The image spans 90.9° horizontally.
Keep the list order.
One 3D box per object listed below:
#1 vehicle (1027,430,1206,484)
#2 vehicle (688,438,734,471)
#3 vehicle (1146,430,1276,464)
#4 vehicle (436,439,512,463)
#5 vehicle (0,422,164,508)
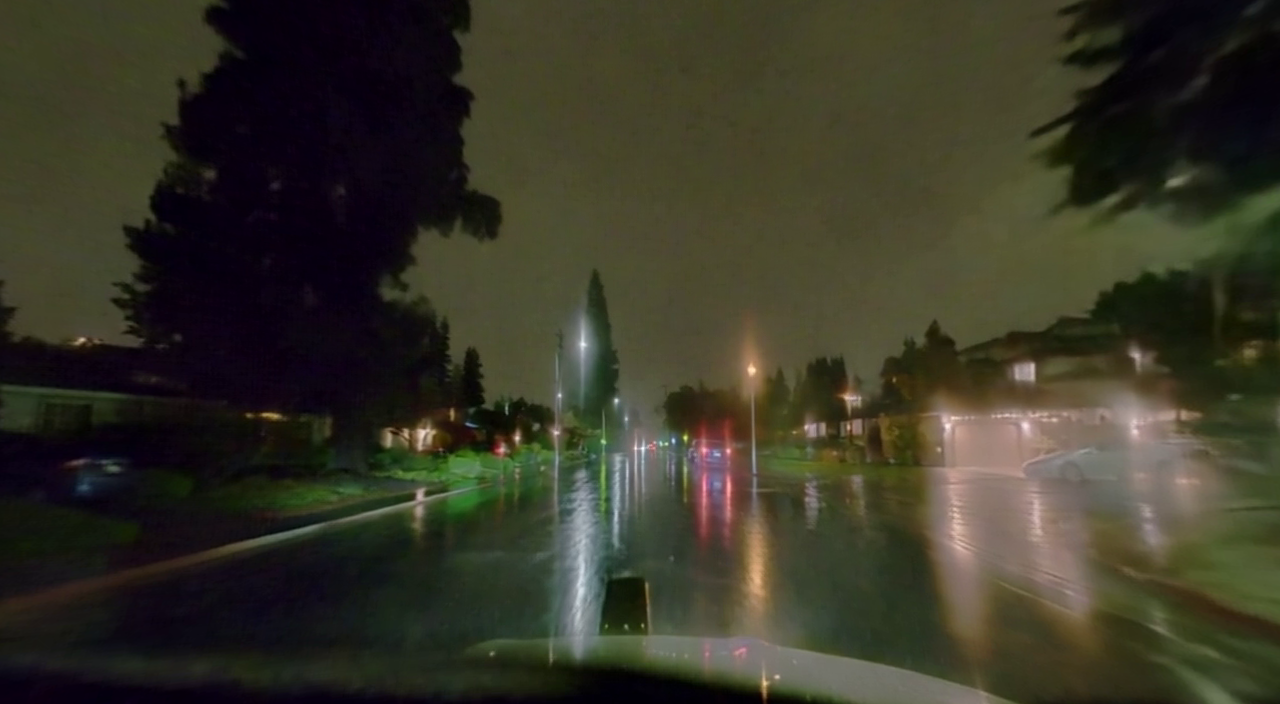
[{"bbox_3d":[17.547,3.883,23.478,4.681,1.810,2.249,-2,-8,5],"label":"vehicle"},{"bbox_3d":[4.072,5.968,36.886,2.046,1.760,4.570,0,-8,-1],"label":"vehicle"},{"bbox_3d":[27.772,4.655,30.908,2.009,1.538,4.676,0,-8,0],"label":"vehicle"},{"bbox_3d":[-12.178,7.250,46.319,4.906,1.564,1.988,0,-8,7],"label":"vehicle"},{"bbox_3d":[-13.277,2.380,13.460,4.543,1.691,1.957,0,-8,-1],"label":"vehicle"}]
